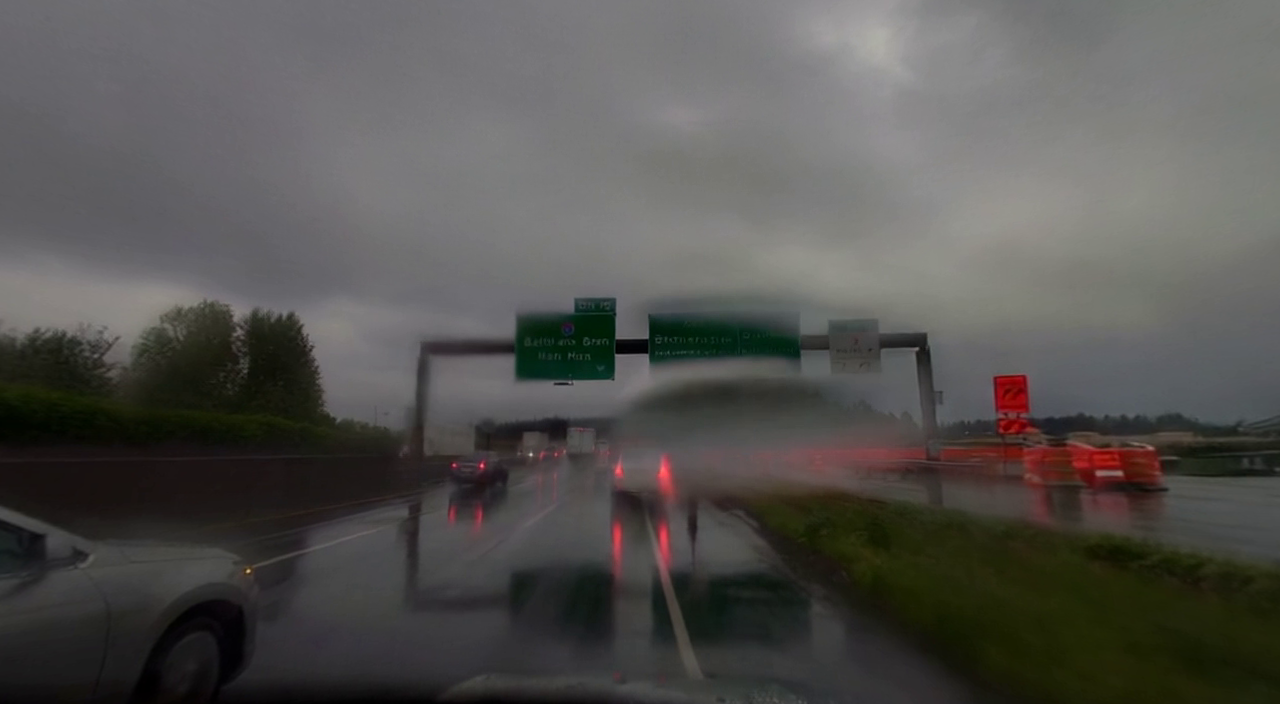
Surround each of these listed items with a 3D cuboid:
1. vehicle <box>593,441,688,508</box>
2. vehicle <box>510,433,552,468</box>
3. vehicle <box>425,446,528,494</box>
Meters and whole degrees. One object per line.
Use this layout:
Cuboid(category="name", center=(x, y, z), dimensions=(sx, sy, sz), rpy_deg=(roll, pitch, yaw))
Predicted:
Cuboid(category="vehicle", center=(-0.013, 2.974, 15.621), dimensions=(2.080, 1.451, 3.512), rpy_deg=(0, -9, -1))
Cuboid(category="vehicle", center=(-7.593, 6.931, 44.146), dimensions=(2.204, 2.295, 4.830), rpy_deg=(0, -9, -2))
Cuboid(category="vehicle", center=(-5.242, 3.819, 20.725), dimensions=(2.063, 1.417, 4.000), rpy_deg=(-1, -9, 4))
